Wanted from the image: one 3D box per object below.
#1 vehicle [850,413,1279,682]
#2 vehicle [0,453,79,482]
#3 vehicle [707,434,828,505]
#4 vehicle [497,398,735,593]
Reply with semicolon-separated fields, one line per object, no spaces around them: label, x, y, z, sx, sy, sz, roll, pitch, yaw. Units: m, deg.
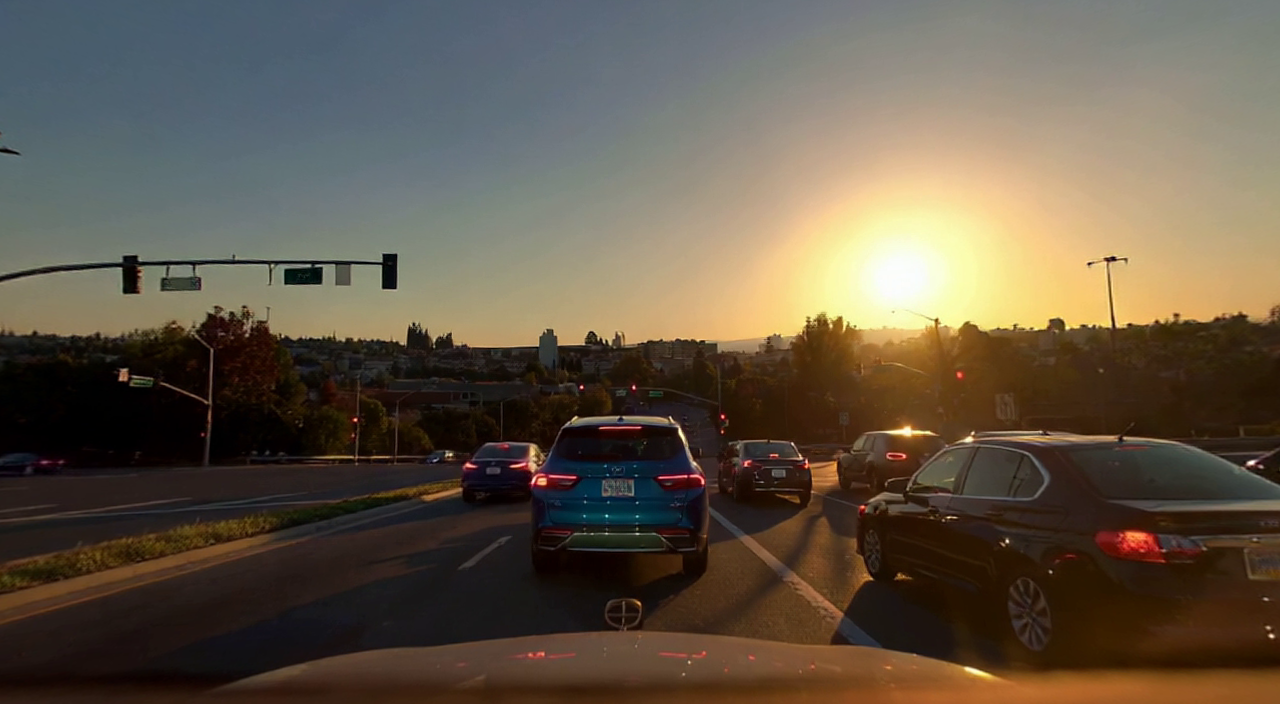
vehicle;3.611;1.395;5.692;1.861;1.478;4.185;0;-8;-2
vehicle;-40.161;7.549;41.379;4.446;1.821;2.276;1;-9;-8
vehicle;2.977;2.853;15.773;1.950;1.506;4.086;0;-8;-3
vehicle;-0.268;1.558;7.630;2.101;1.707;3.904;0;-8;-2
